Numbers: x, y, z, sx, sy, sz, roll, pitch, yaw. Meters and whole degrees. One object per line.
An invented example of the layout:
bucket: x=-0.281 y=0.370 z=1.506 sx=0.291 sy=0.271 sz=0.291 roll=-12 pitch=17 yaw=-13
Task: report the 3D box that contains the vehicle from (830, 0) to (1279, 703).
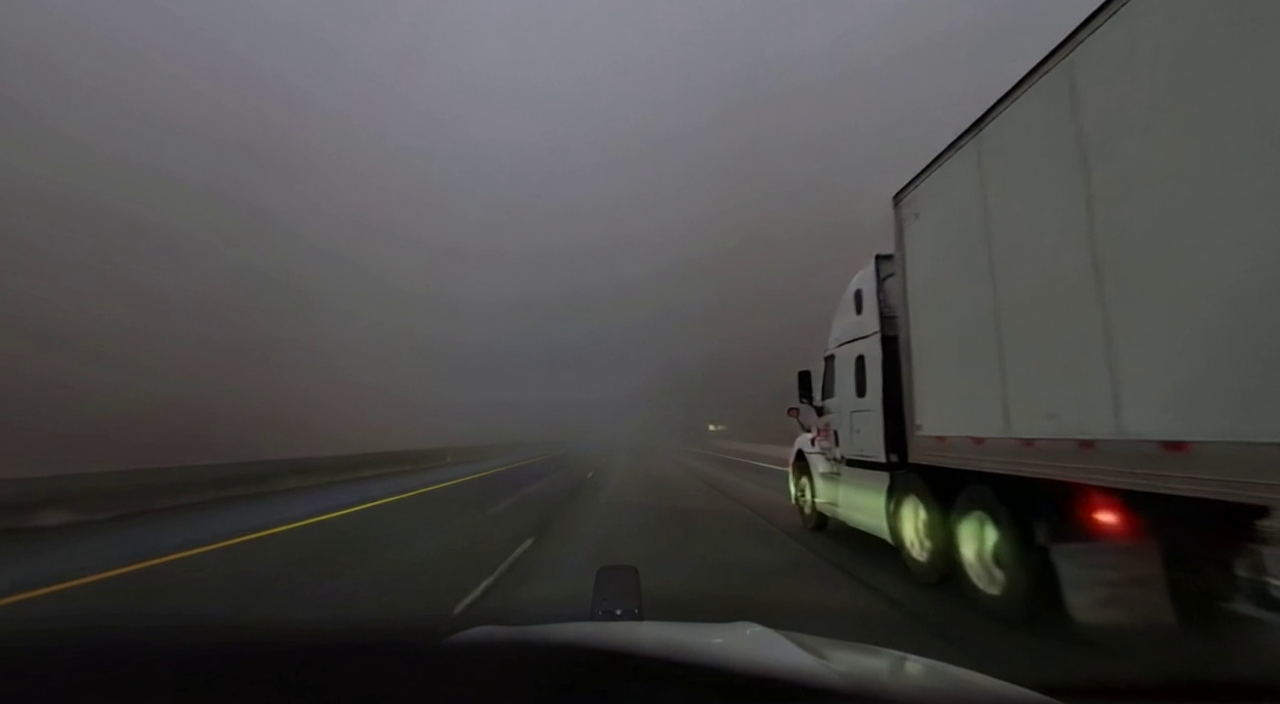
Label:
vehicle: x=4.059 y=-0.531 z=0.832 sx=2.920 sy=4.029 sz=13.900 roll=0 pitch=-8 yaw=-2
